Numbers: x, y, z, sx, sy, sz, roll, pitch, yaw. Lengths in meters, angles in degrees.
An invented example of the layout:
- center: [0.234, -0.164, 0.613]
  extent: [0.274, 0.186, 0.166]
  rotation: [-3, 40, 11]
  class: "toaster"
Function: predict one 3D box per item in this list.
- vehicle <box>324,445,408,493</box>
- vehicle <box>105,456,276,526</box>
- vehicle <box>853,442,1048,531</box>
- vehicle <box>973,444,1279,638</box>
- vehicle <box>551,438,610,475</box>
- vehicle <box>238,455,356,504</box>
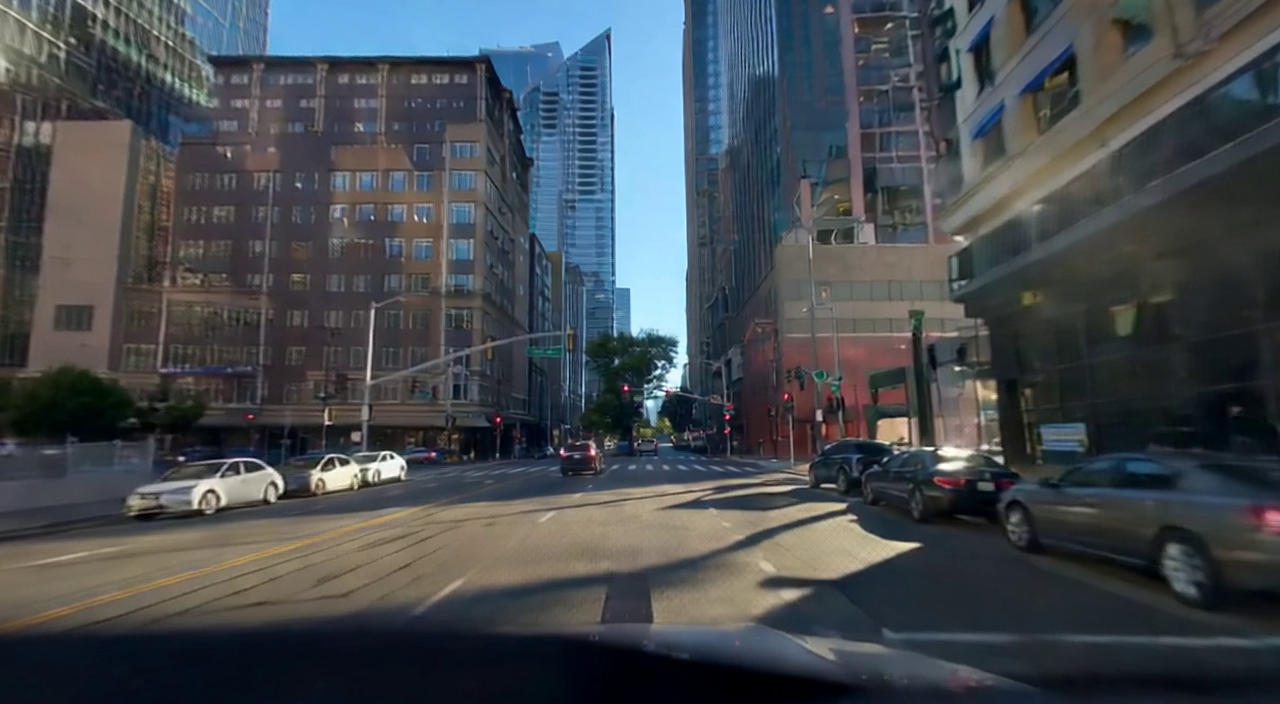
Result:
- center: [-12.086, 5.129, 28.103]
  extent: [1.890, 1.781, 4.331]
  rotation: [-5, -8, -2]
  class: "vehicle"
- center: [-12.190, 3.734, 17.485]
  extent: [1.845, 1.493, 4.107]
  rotation: [-4, -8, -2]
  class: "vehicle"
- center: [5.962, 2.582, 12.830]
  extent: [1.760, 1.471, 4.453]
  rotation: [0, -8, 1]
  class: "vehicle"
- center: [5.885, 1.758, 6.959]
  extent: [1.967, 1.460, 4.558]
  rotation: [0, -8, 1]
  class: "vehicle"
- center: [-2.564, 4.624, 28.219]
  extent: [2.014, 1.480, 4.780]
  rotation: [0, -8, 2]
  class: "vehicle"
- center: [-12.133, 4.500, 22.708]
  extent: [1.808, 1.475, 4.550]
  rotation: [0, -8, -2]
  class: "vehicle"
